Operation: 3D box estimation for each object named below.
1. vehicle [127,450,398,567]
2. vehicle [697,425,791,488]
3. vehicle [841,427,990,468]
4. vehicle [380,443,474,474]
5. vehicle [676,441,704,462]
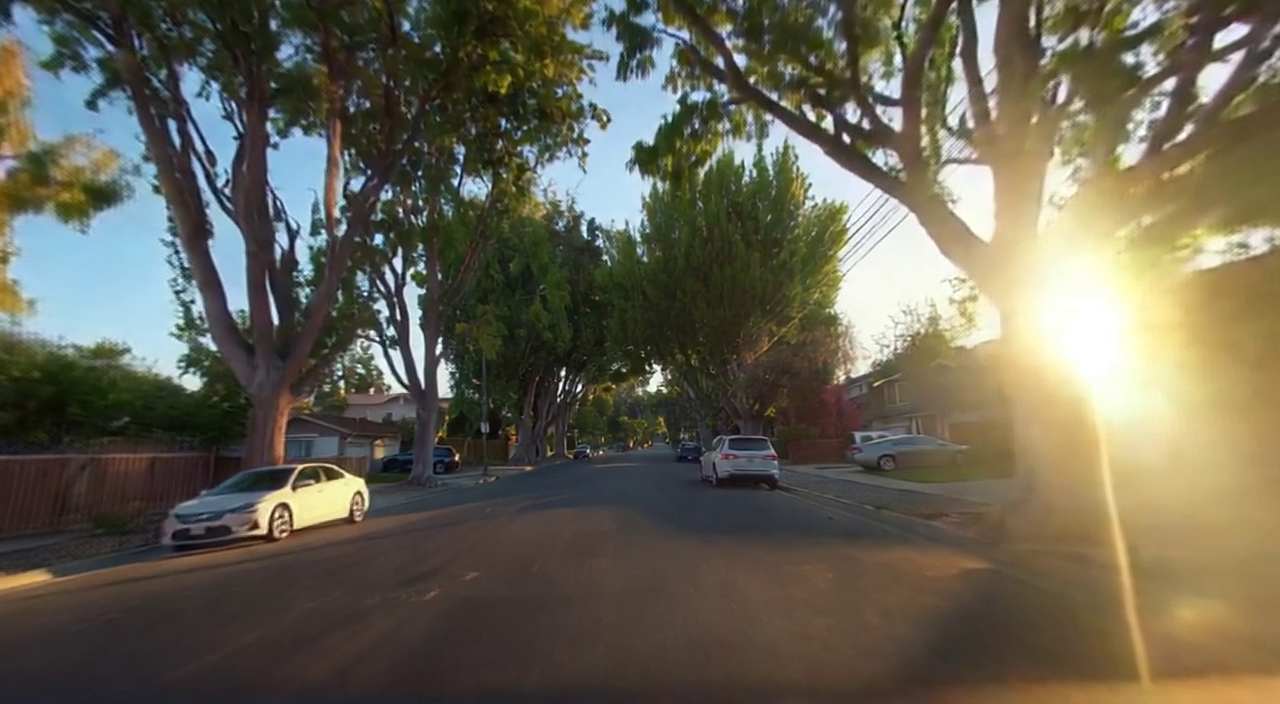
[{"bbox_3d":[-6.249,2.571,11.225,2.099,1.399,4.357,-4,-8,1],"label":"vehicle"},{"bbox_3d":[3.337,3.485,21.380,2.241,1.875,5.059,0,-8,-1],"label":"vehicle"},{"bbox_3d":[10.644,3.759,24.871,5.041,1.486,1.969,-2,-9,14],"label":"vehicle"},{"bbox_3d":[-12.794,6.416,38.136,4.928,1.797,1.981,-1,-8,2],"label":"vehicle"},{"bbox_3d":[3.798,7.651,48.746,2.016,1.567,4.228,-1,-8,2],"label":"vehicle"}]
